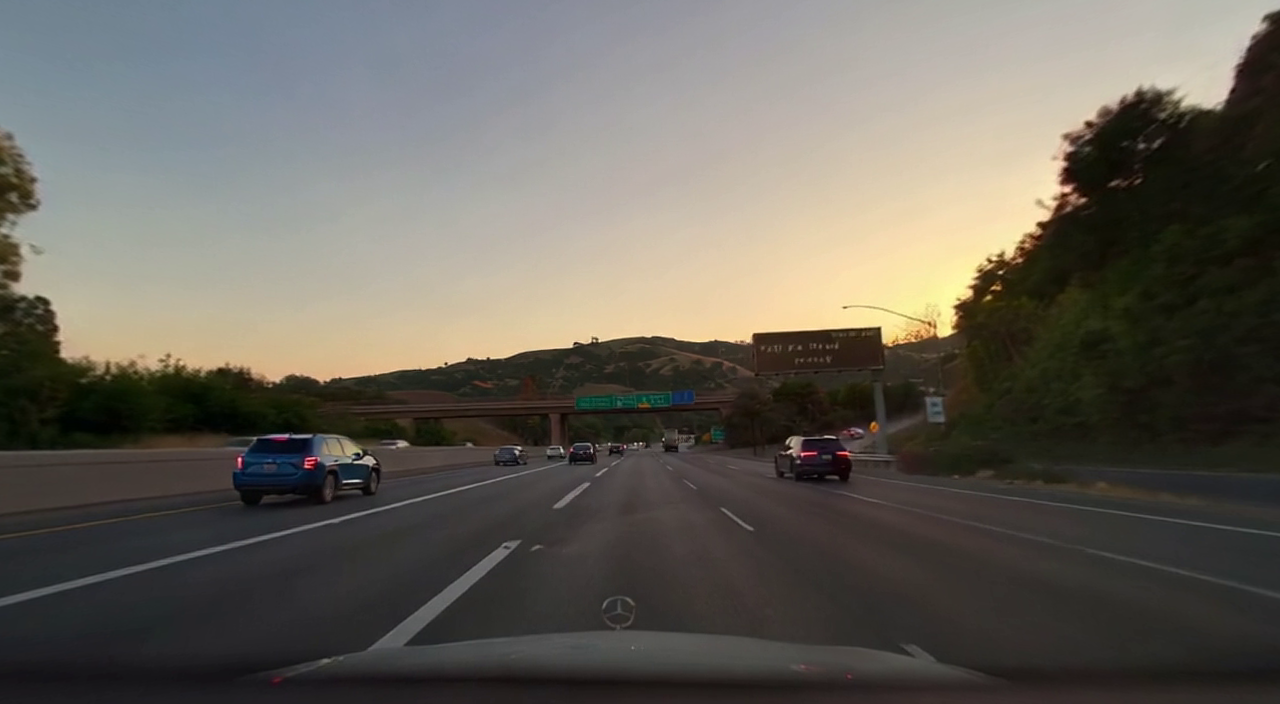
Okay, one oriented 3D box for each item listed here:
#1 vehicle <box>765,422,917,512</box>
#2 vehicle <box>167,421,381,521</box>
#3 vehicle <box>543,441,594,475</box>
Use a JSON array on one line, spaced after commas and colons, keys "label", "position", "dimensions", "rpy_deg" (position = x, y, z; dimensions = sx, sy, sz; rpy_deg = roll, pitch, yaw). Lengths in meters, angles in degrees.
[{"label": "vehicle", "position": [4.330, 2.571, 14.513], "dimensions": [1.950, 1.719, 4.545], "rpy_deg": [0, -9, 0]}, {"label": "vehicle", "position": [-7.170, 2.369, 13.007], "dimensions": [1.860, 1.694, 4.173], "rpy_deg": [0, -9, 0]}, {"label": "vehicle", "position": [-3.346, 5.069, 30.464], "dimensions": [1.925, 1.509, 4.363], "rpy_deg": [0, -9, 0]}]
